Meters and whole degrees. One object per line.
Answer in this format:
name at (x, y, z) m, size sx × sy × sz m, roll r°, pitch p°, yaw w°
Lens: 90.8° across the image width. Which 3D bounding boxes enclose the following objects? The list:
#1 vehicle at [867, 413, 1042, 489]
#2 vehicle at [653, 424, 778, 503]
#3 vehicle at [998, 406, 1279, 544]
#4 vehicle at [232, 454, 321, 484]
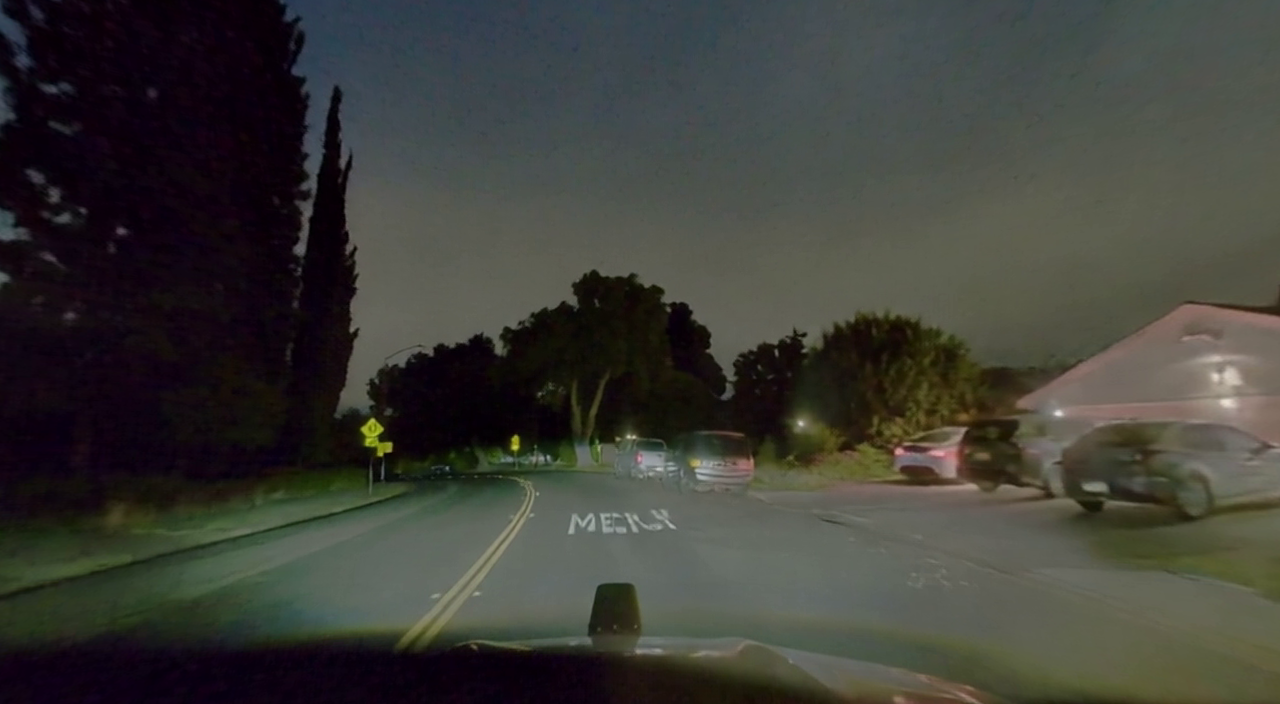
vehicle at (8.500, 2.626, 17.013) m, size 4.469 × 1.780 × 1.970 m, roll 4°, pitch -10°, yaw -31°
vehicle at (1.694, 2.758, 16.030) m, size 1.965 × 1.663 × 4.744 m, roll 1°, pitch -9°, yaw -8°
vehicle at (7.927, 1.787, 9.794) m, size 4.512 × 1.670 × 2.031 m, roll 4°, pitch -10°, yaw -31°
vehicle at (-22.260, 7.178, 38.864) m, size 4.464 × 1.681 × 1.906 m, roll 3°, pitch -9°, yaw -21°
